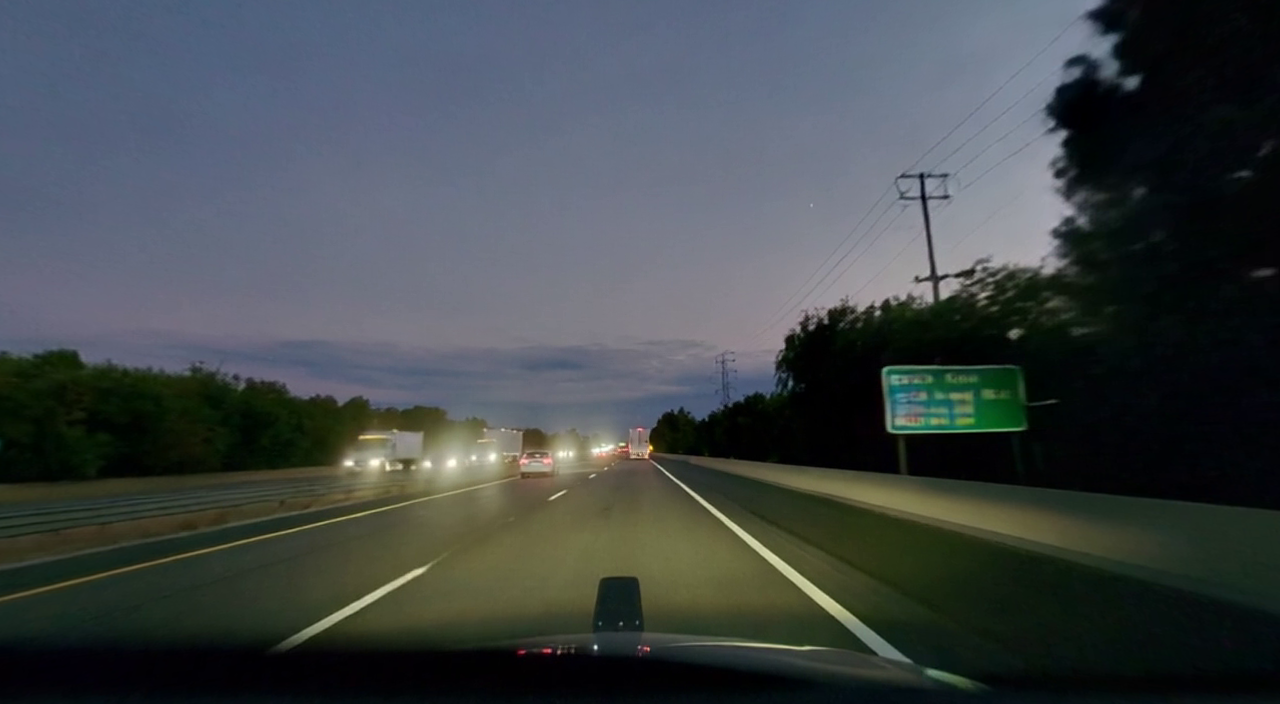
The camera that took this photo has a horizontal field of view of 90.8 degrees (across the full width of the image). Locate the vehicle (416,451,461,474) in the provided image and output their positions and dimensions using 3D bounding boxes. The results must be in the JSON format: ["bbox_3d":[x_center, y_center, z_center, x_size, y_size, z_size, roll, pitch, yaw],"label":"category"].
[{"bbox_3d":[-13.681,7.502,43.104,1.764,1.486,3.947,0,-9,0],"label":"vehicle"}]

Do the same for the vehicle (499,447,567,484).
[{"bbox_3d":[-4.456,4.799,26.977,2.106,1.445,4.404,0,-9,0],"label":"vehicle"}]

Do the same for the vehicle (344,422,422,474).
[{"bbox_3d":[-18.333,6.922,45.564,2.744,3.453,6.712,0,-9,0],"label":"vehicle"}]
